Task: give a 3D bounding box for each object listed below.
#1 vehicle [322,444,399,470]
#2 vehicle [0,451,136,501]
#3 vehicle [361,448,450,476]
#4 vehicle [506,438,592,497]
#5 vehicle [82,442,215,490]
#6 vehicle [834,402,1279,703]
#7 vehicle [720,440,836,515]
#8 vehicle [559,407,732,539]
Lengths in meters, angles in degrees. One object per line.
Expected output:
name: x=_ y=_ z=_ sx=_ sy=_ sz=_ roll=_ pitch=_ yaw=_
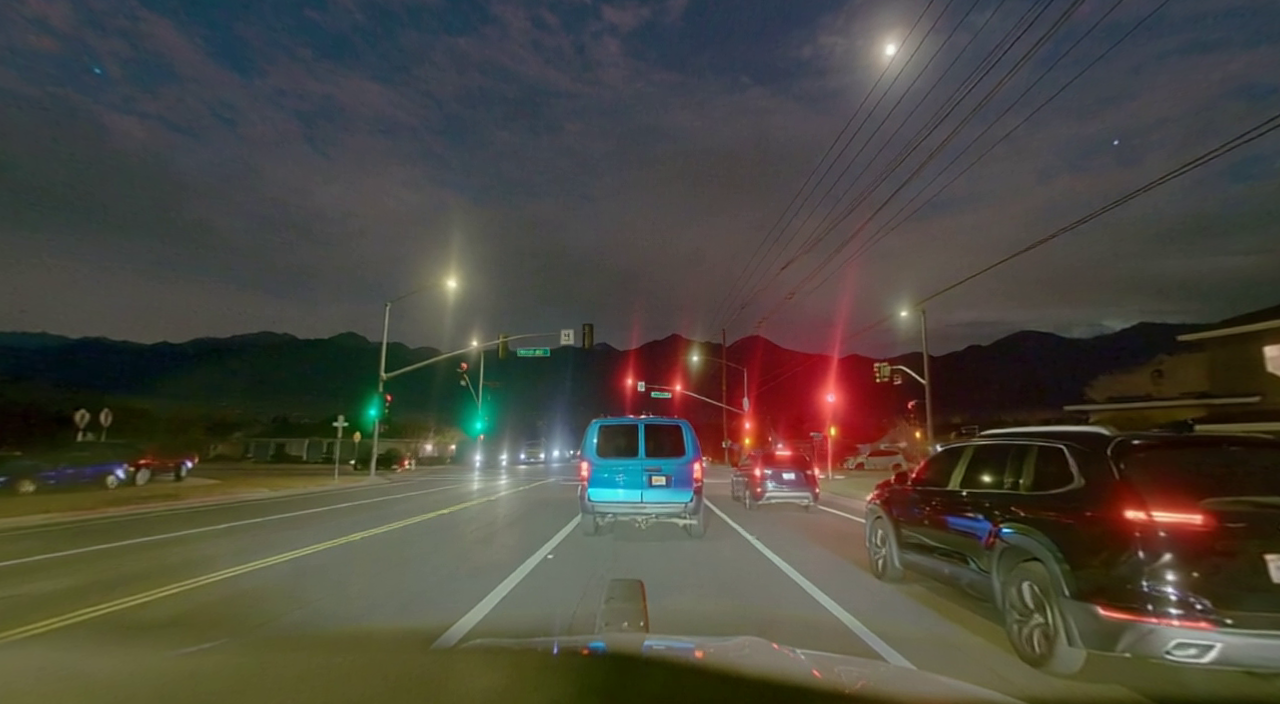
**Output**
vehicle: x=-19.364 y=7.290 z=43.723 sx=4.428 sy=1.738 sz=1.886 roll=-1 pitch=-9 yaw=5
vehicle: x=-20.079 y=4.132 z=21.455 sx=1.830 sy=1.436 sz=4.771 roll=0 pitch=-9 yaw=1
vehicle: x=-14.058 y=6.572 z=37.854 sx=4.644 sy=1.533 sz=2.005 roll=-2 pitch=-9 yaw=16
vehicle: x=-2.872 y=3.764 z=20.989 sx=2.059 sy=1.749 sz=4.458 roll=0 pitch=-9 yaw=2
vehicle: x=-20.420 y=4.724 z=26.509 sx=1.996 sy=1.809 sz=4.699 roll=1 pitch=-9 yaw=-5
vehicle: x=3.479 y=1.427 z=5.407 sx=2.155 sy=1.658 sz=4.721 roll=0 pitch=-9 yaw=0
vehicle: x=3.322 y=3.104 z=16.128 sx=1.957 sy=1.646 sz=4.355 roll=0 pitch=-9 yaw=0
vehicle: x=0.075 y=2.235 z=12.270 sx=2.636 sy=2.011 sz=5.130 roll=0 pitch=-9 yaw=0
